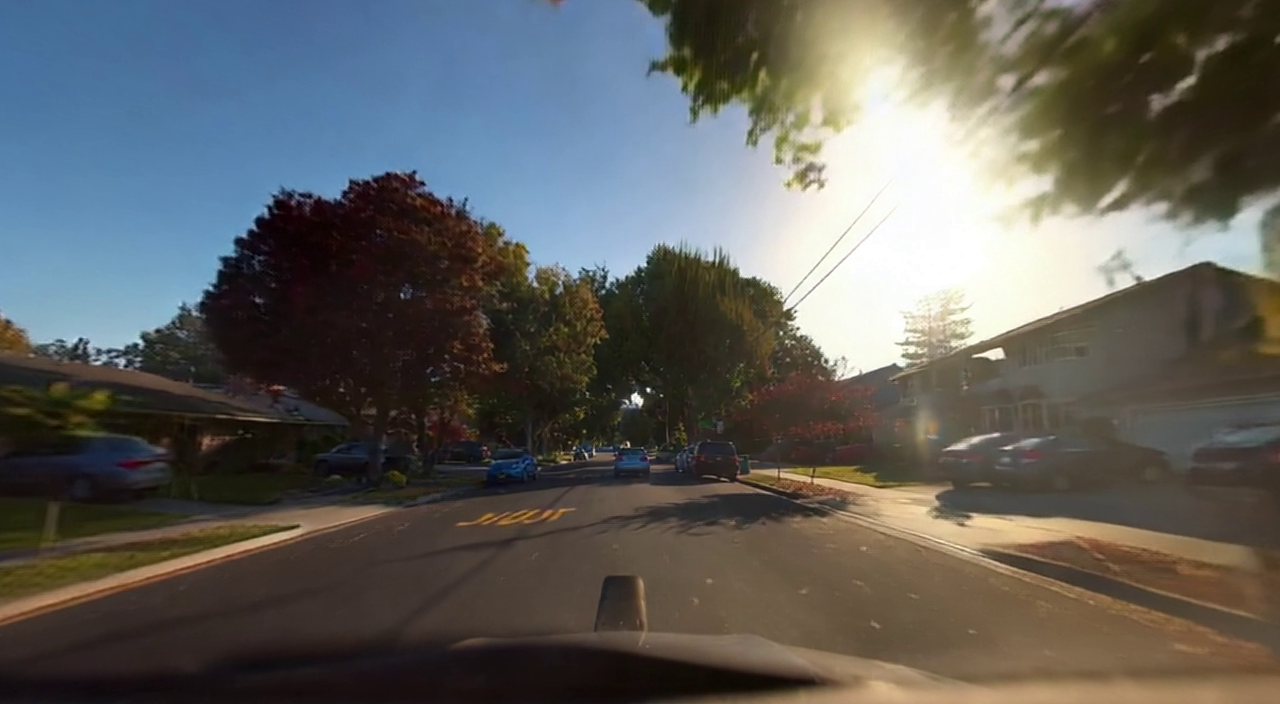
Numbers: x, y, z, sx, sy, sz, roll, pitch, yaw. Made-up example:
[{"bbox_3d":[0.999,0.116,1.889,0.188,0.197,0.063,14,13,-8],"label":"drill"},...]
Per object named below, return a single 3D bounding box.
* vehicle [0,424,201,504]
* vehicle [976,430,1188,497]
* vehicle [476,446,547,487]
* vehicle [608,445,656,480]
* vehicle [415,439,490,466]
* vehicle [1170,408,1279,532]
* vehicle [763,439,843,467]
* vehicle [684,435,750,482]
[{"bbox_3d":[-13.156,2.568,14.621,4.551,1.700,1.920,0,-9,2],"label":"vehicle"},{"bbox_3d":[11.512,2.893,16.669,4.157,1.520,1.938,-1,-8,-4],"label":"vehicle"},{"bbox_3d":[-5.450,4.895,27.388,1.984,1.498,4.508,-3,-8,2],"label":"vehicle"},{"bbox_3d":[-0.360,4.904,28.258,2.000,1.449,4.006,0,-9,-1],"label":"vehicle"},{"bbox_3d":[-13.573,7.290,45.915,4.836,1.831,1.982,0,-9,-2],"label":"vehicle"},{"bbox_3d":[11.975,1.730,10.440,4.620,1.735,1.969,-6,-8,-4],"label":"vehicle"},{"bbox_3d":[10.807,6.681,42.051,4.730,1.504,1.894,-4,-8,0],"label":"vehicle"},{"bbox_3d":[3.436,4.903,29.247,2.221,1.960,4.927,0,-9,-2],"label":"vehicle"}]
